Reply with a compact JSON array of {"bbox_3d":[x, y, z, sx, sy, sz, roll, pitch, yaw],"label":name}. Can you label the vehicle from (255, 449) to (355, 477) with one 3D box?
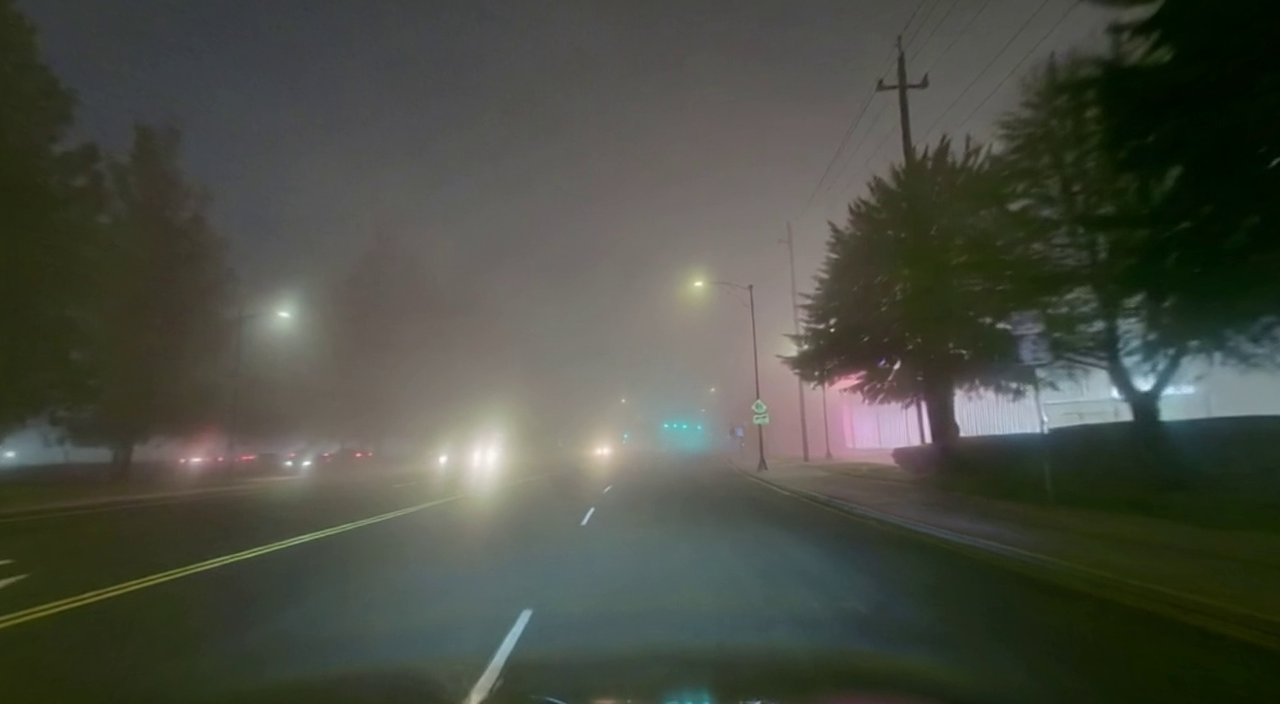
[{"bbox_3d":[-19.712,6.526,37.034,4.783,1.579,2.157,-2,-9,11],"label":"vehicle"}]
